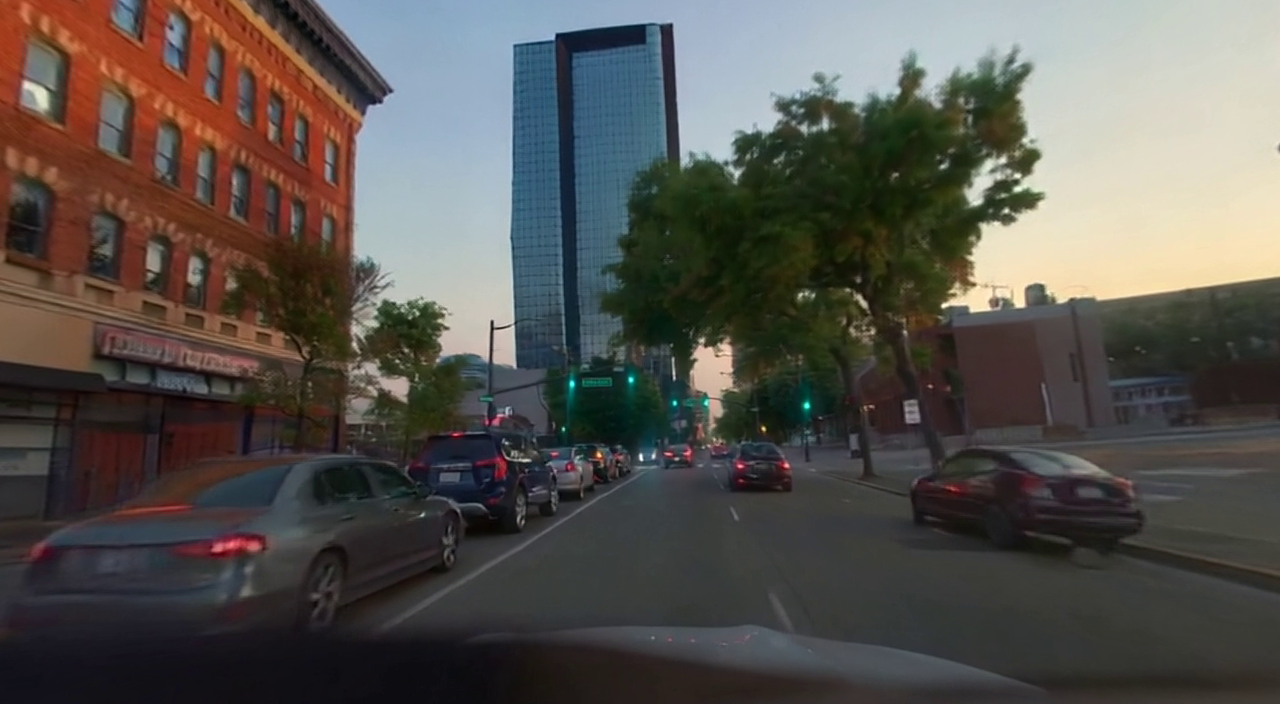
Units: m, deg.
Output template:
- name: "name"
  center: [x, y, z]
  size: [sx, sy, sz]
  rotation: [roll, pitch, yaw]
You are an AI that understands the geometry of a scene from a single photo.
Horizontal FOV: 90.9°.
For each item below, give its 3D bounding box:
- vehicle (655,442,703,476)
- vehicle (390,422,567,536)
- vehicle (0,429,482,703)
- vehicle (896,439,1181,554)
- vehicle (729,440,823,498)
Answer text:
- name: "vehicle"
  center: [1.909, 5.062, 30.087]
  size: [2.102, 1.521, 4.078]
  rotation: [-1, -8, 5]
- name: "vehicle"
  center: [-2.867, 2.362, 12.367]
  size: [2.043, 1.819, 4.294]
  rotation: [-1, -8, 4]
- name: "vehicle"
  center: [-3.106, 1.513, 5.721]
  size: [2.214, 1.496, 4.648]
  rotation: [0, -8, -1]
- name: "vehicle"
  center: [6.039, 2.186, 10.403]
  size: [1.956, 1.446, 4.537]
  rotation: [-1, -8, 4]
- name: "vehicle"
  center: [3.823, 3.341, 18.499]
  size: [2.150, 1.464, 4.467]
  rotation: [-1, -8, 5]
